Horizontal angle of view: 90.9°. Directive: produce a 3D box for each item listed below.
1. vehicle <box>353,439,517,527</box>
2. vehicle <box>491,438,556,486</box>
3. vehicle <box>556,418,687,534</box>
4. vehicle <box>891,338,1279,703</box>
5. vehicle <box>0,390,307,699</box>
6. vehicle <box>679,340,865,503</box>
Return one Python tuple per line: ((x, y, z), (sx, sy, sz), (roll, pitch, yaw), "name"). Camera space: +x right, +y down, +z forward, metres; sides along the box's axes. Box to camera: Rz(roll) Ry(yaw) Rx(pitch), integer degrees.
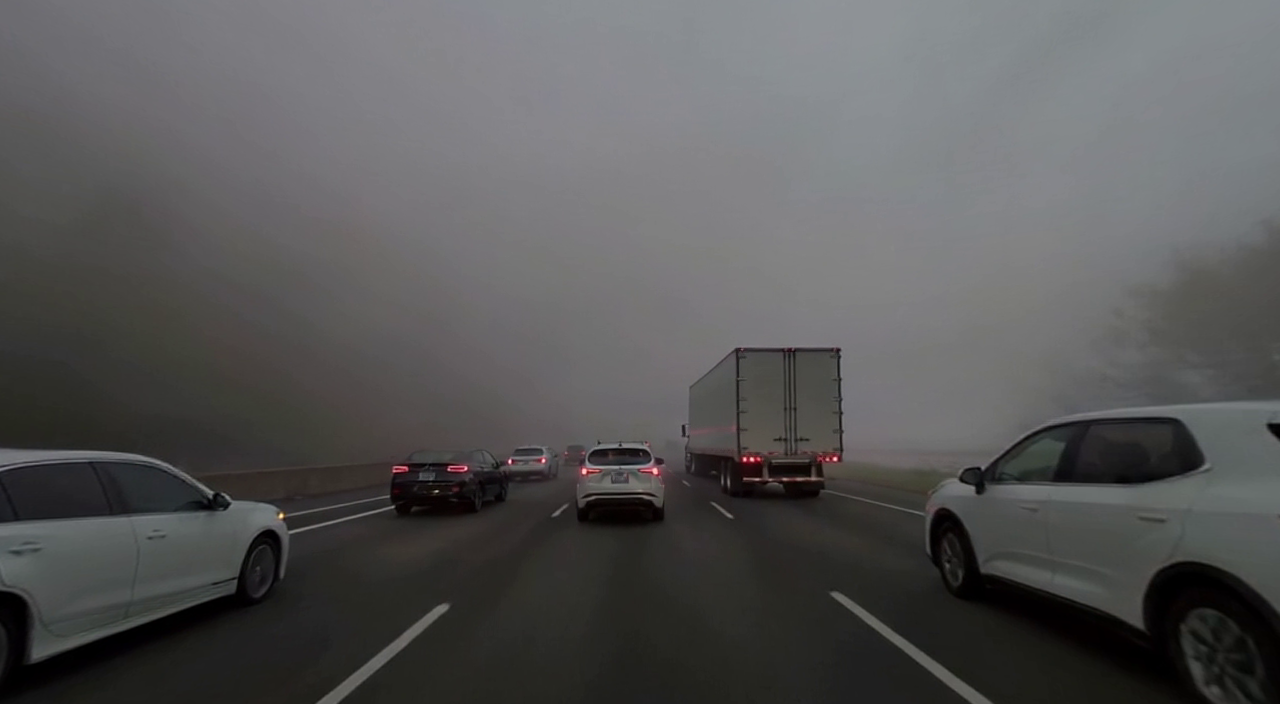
((-3.984, 2.612, 13.131), (1.923, 1.503, 4.293), (0, -9, 1), "vehicle")
((-4.729, 4.513, 26.114), (1.959, 1.808, 3.790), (0, -9, 0), "vehicle")
((-0.303, 2.272, 12.026), (2.037, 1.792, 4.194), (0, -9, 0), "vehicle")
((3.638, 1.062, 4.065), (2.076, 1.751, 4.666), (0, -9, 0), "vehicle")
((-4.288, 1.184, 4.369), (1.789, 1.620, 3.841), (0, -9, 1), "vehicle")
((3.807, 2.931, 23.718), (3.186, 4.111, 15.553), (0, -9, -2), "vehicle")
